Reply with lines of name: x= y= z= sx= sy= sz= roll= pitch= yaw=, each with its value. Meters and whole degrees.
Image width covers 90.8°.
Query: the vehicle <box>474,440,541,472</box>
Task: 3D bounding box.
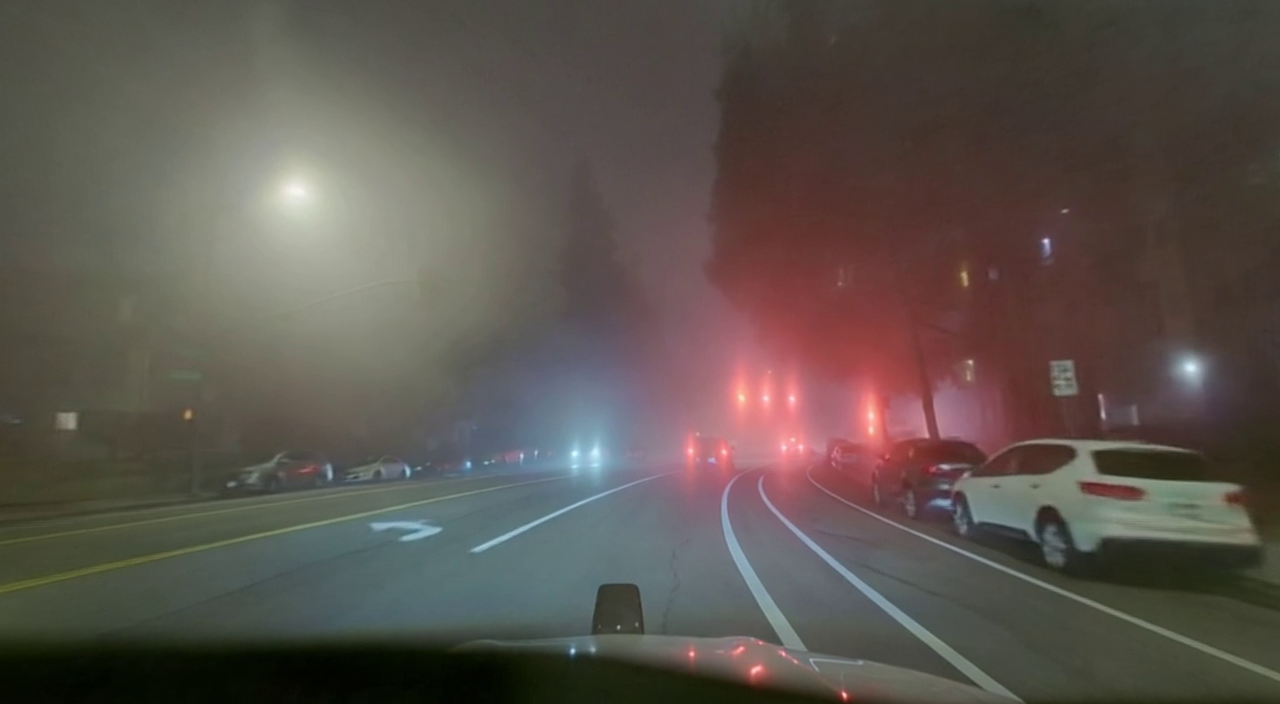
vehicle: x=-7.826 y=6.184 z=37.922 sx=1.977 sy=1.761 sz=4.990 roll=-2 pitch=-9 yaw=12

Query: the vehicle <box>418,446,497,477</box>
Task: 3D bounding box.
vehicle: x=-9.364 y=5.637 z=32.858 sx=1.880 sy=1.450 sz=4.627 roll=-2 pitch=-9 yaw=13

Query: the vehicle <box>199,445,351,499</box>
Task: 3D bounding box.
vehicle: x=-11.632 y=3.809 z=20.586 sx=1.918 sy=1.508 sz=4.353 roll=-1 pitch=-8 yaw=8

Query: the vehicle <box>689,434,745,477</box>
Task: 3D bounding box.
vehicle: x=3.449 y=4.495 z=27.642 sx=1.852 sy=1.680 sz=4.488 roll=-2 pitch=-9 yaw=14

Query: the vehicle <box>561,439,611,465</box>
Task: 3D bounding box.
vehicle: x=-4.081 y=7.730 z=49.009 sx=2.115 sy=1.853 sz=4.745 roll=-3 pitch=-9 yaw=19

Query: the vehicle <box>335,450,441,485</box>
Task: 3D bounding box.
vehicle: x=-10.621 y=4.869 z=27.071 sx=1.893 sy=1.310 sz=4.719 roll=-1 pitch=-8 yaw=11

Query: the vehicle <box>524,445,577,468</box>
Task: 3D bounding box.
vehicle: x=-6.102 y=7.133 z=43.471 sx=1.809 sy=1.469 sz=4.485 roll=-2 pitch=-9 yaw=17

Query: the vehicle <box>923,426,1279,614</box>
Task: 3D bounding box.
vehicle: x=5.115 y=1.699 z=7.458 sx=1.741 sy=1.494 sz=4.587 roll=0 pitch=-8 yaw=5
